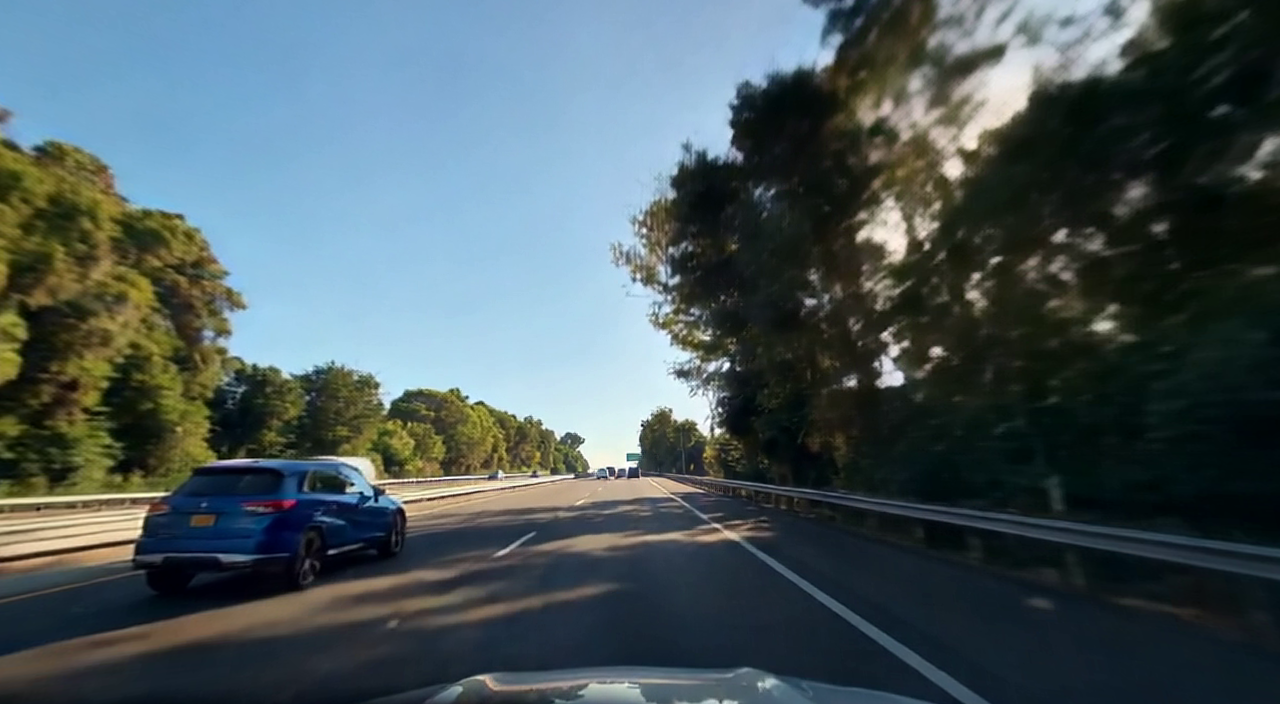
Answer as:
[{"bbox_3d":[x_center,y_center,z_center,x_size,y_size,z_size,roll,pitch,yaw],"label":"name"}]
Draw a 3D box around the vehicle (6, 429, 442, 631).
[{"bbox_3d":[-3.892,1.765,7.000,2.017,1.516,4.041,1,-11,0],"label":"vehicle"}]
